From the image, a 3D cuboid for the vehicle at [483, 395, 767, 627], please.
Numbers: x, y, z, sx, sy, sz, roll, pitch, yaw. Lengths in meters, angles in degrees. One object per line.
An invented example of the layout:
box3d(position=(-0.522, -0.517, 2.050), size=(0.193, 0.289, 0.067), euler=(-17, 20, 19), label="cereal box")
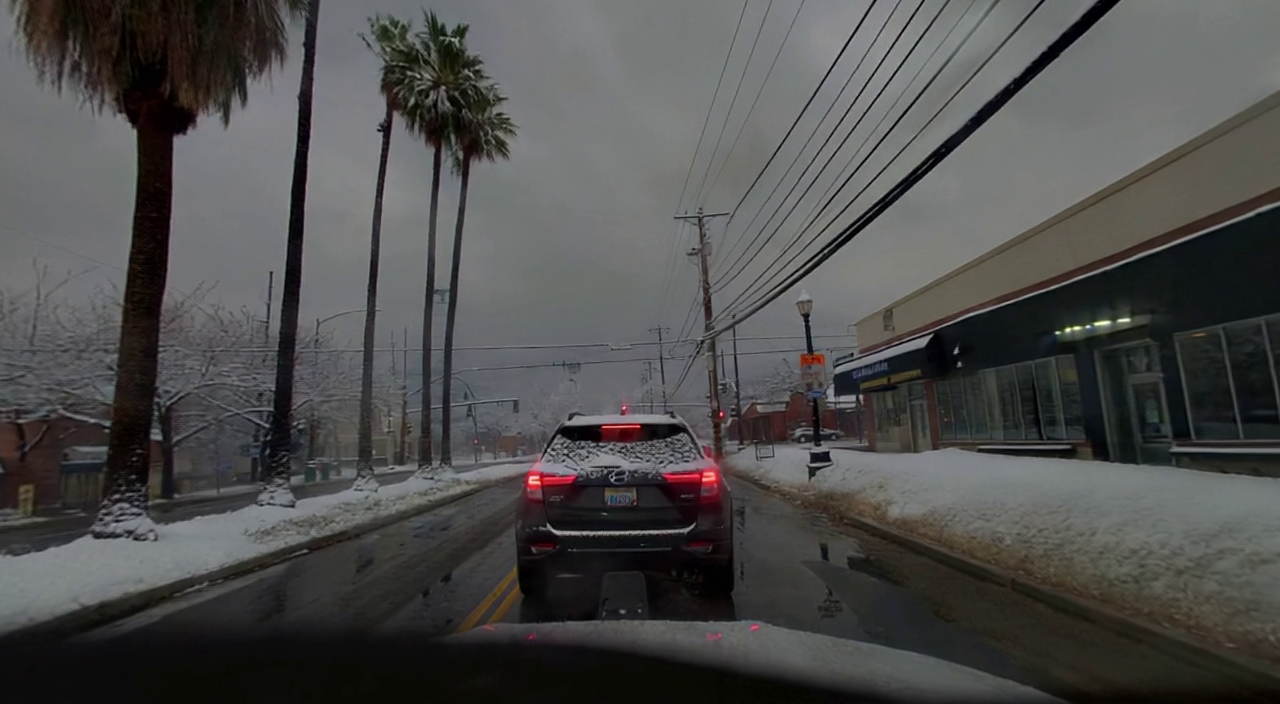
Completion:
box3d(position=(-0.190, 1.454, 6.665), size=(2.105, 1.702, 3.750), euler=(0, -8, -3), label="vehicle")
